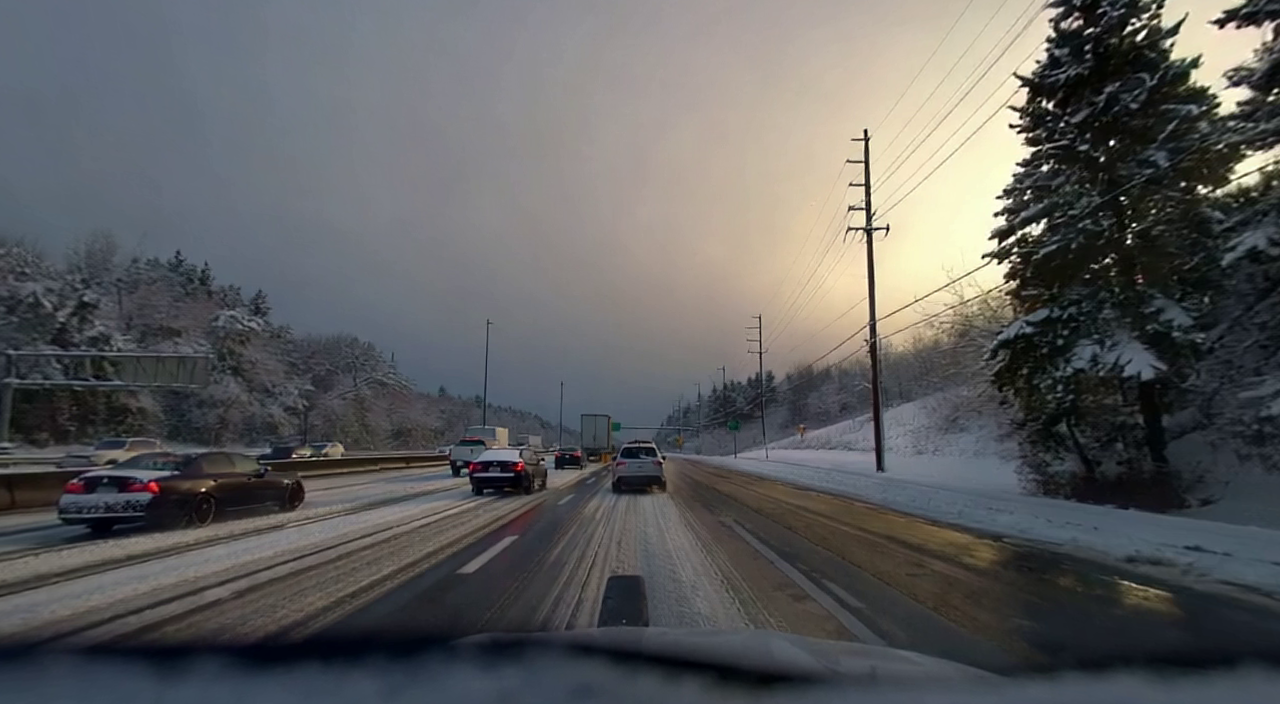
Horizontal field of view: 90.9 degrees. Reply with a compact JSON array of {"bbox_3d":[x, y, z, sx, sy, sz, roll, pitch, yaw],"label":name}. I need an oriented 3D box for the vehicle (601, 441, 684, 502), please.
[{"bbox_3d":[-0.036,3.246,17.604,2.018,1.470,4.491,0,-9,-3],"label":"vehicle"}]

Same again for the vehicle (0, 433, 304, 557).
[{"bbox_3d":[-7.381,2.032,9.732,1.867,1.445,4.499,0,-9,1],"label":"vehicle"}]

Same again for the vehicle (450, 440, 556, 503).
[{"bbox_3d":[-3.506,3.130,16.967,1.912,1.464,4.115,0,-9,0],"label":"vehicle"}]

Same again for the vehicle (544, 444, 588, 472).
[{"bbox_3d":[-4.068,5.902,35.279,2.013,1.437,3.801,0,-9,0],"label":"vehicle"}]
